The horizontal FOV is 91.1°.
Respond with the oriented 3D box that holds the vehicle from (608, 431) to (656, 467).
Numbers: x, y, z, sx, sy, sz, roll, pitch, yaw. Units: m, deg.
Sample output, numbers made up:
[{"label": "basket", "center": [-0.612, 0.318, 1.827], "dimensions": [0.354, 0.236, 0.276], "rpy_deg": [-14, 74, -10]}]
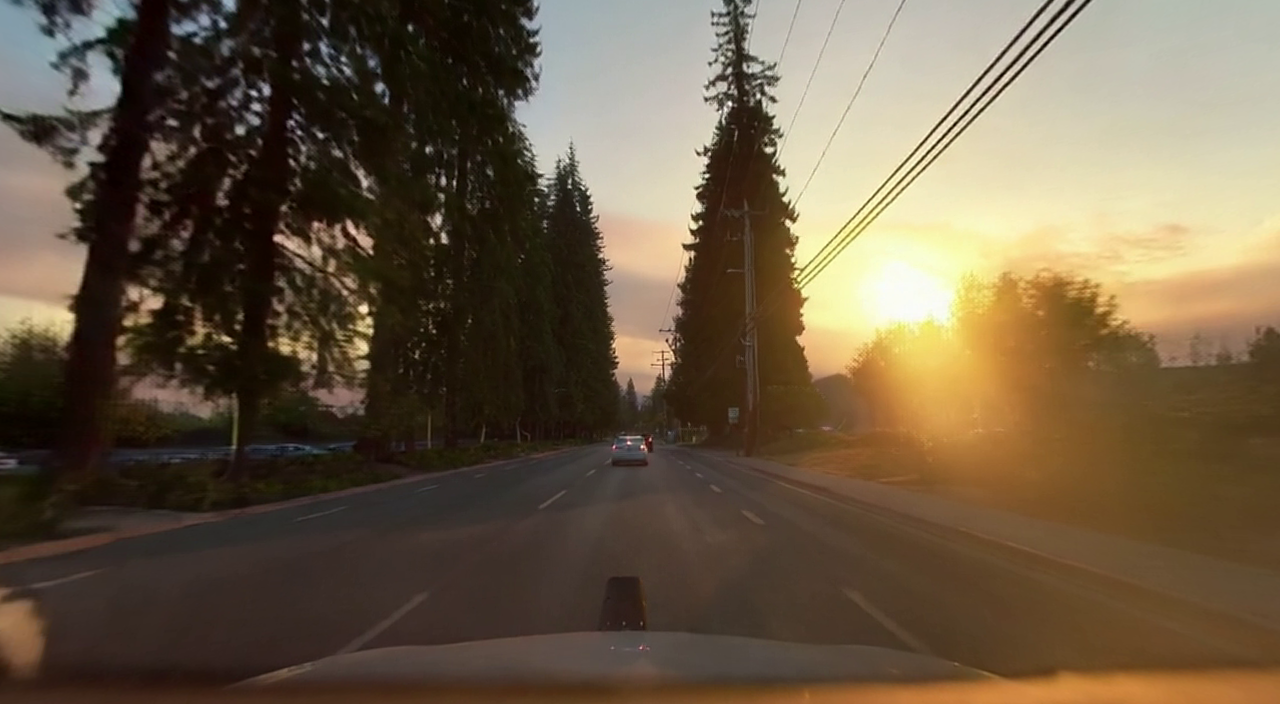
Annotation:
[{"label": "vehicle", "center": [-0.335, 4.266, 27.817], "dimensions": [1.991, 1.463, 3.988], "rpy_deg": [0, -8, 0]}]
